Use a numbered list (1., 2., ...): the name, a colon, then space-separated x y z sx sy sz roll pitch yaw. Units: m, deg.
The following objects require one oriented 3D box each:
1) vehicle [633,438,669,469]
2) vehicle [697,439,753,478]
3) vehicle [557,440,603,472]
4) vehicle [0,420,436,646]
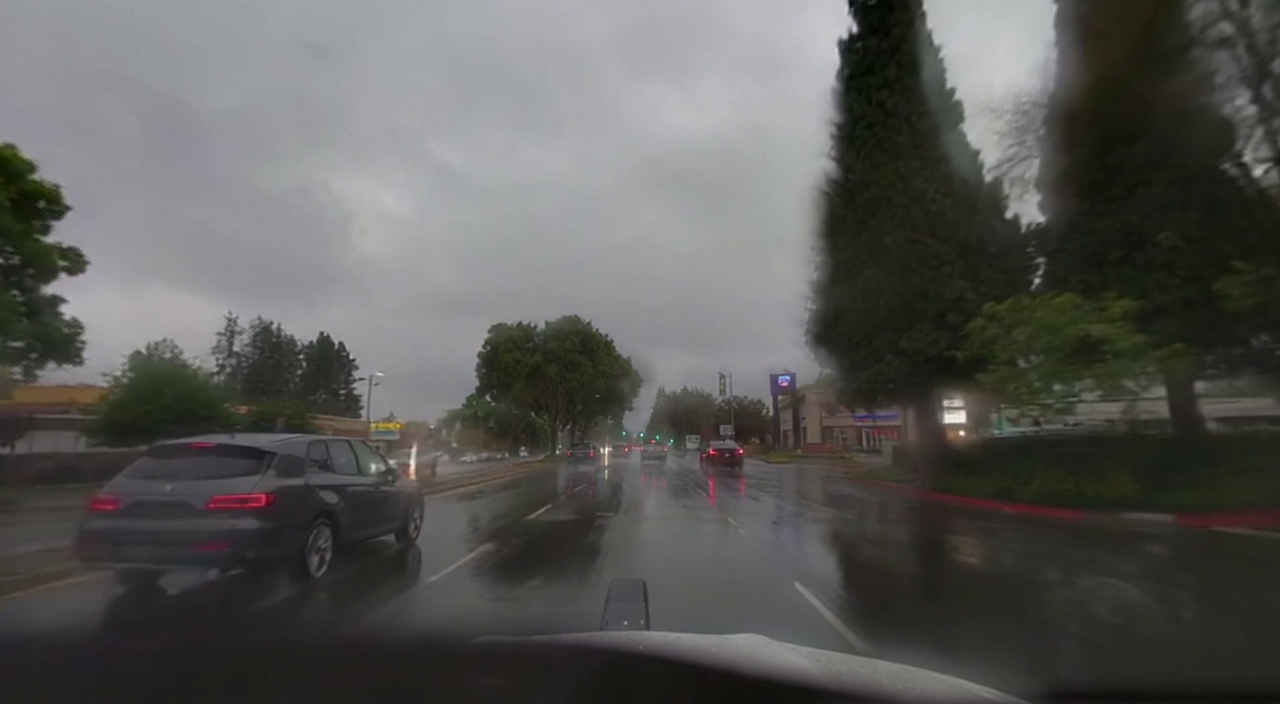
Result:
1. vehicle: 0.672 6.455 40.351 2.193 1.873 4.033 0 -9 0
2. vehicle: 3.687 4.687 27.927 1.922 1.579 3.642 0 -9 -1
3. vehicle: -3.207 5.684 34.623 2.026 1.665 4.193 0 -9 2
4. vehicle: -3.810 1.528 6.430 1.908 1.481 4.351 0 -9 1
